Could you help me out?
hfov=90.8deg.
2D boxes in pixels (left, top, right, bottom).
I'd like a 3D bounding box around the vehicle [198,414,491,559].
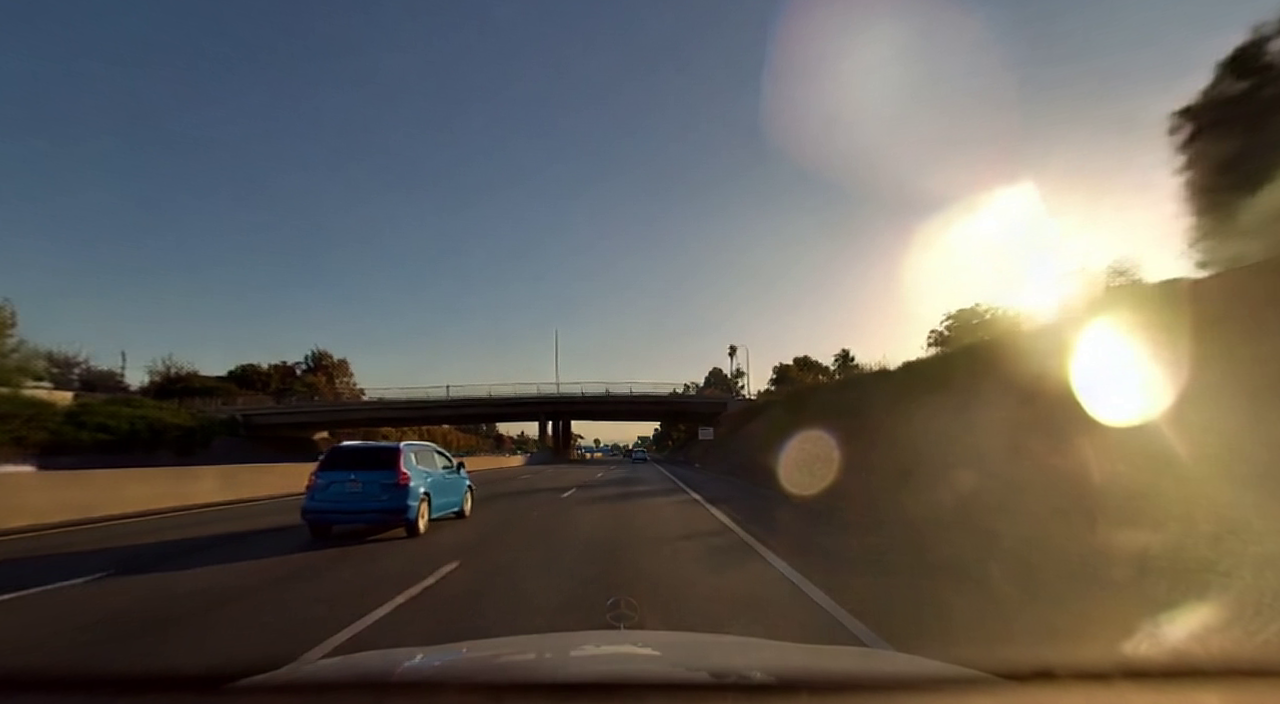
[{"bbox_3d":[-4.216,2.028,10.284,2.272,1.759,5.058,0,-9,0],"label":"vehicle"}]
